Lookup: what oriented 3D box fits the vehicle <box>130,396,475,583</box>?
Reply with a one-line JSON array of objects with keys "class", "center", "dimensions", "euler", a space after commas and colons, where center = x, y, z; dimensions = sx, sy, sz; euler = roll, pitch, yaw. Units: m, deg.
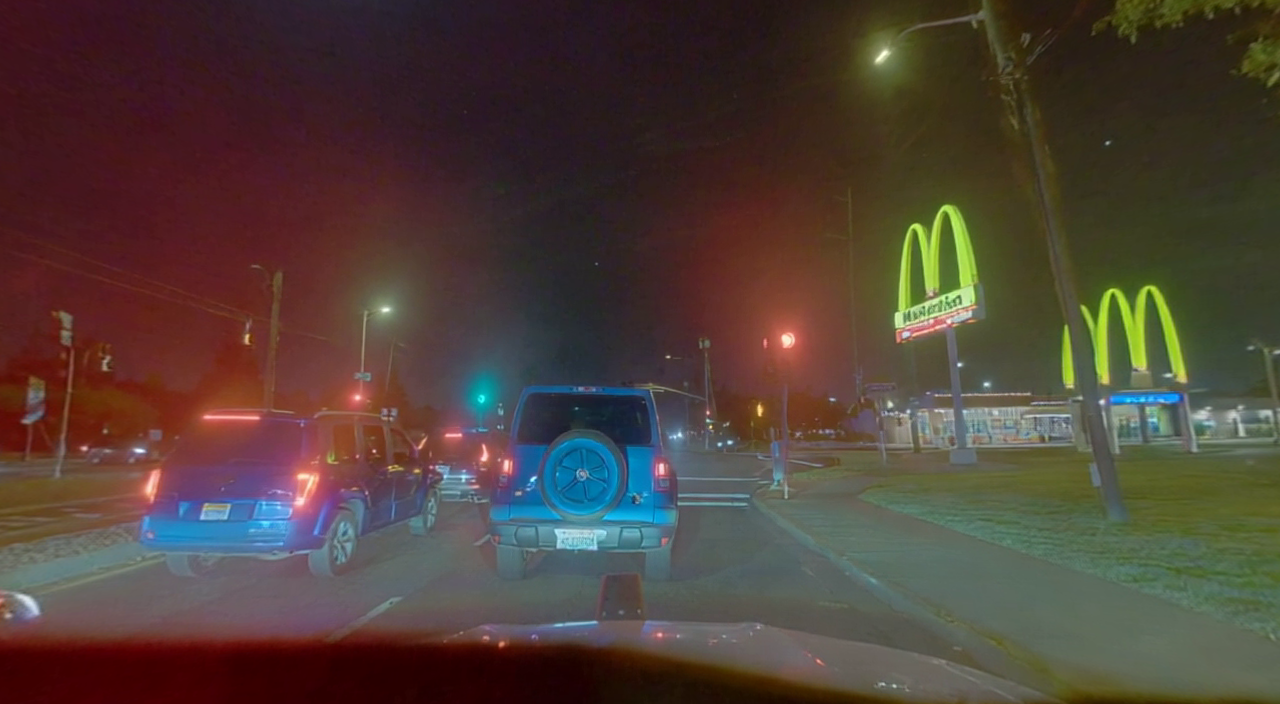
[{"class": "vehicle", "center": [-3.909, 1.680, 8.511], "dimensions": [2.130, 1.819, 4.497], "euler": [0, -8, 0]}]

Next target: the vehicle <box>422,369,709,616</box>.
[{"class": "vehicle", "center": [-0.617, 1.437, 7.348], "dimensions": [2.224, 1.923, 4.643], "euler": [0, -8, -1]}]
